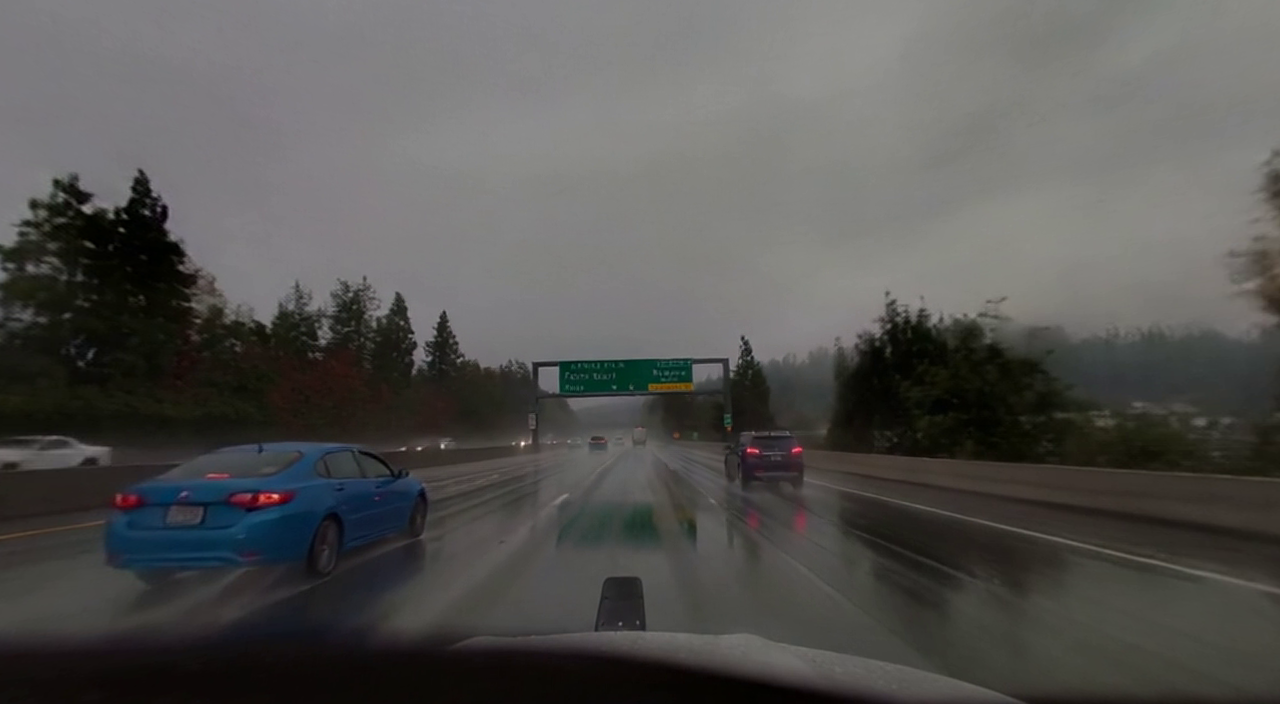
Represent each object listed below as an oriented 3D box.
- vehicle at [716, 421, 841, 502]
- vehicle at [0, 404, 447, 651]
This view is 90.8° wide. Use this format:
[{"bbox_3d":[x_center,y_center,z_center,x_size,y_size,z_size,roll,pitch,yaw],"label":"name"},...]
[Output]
[{"bbox_3d":[3.193,2.647,15.530,2.053,1.714,4.097,0,-9,-1],"label":"vehicle"},{"bbox_3d":[-3.876,1.506,6.589,2.118,1.573,4.940,0,-9,1],"label":"vehicle"}]
